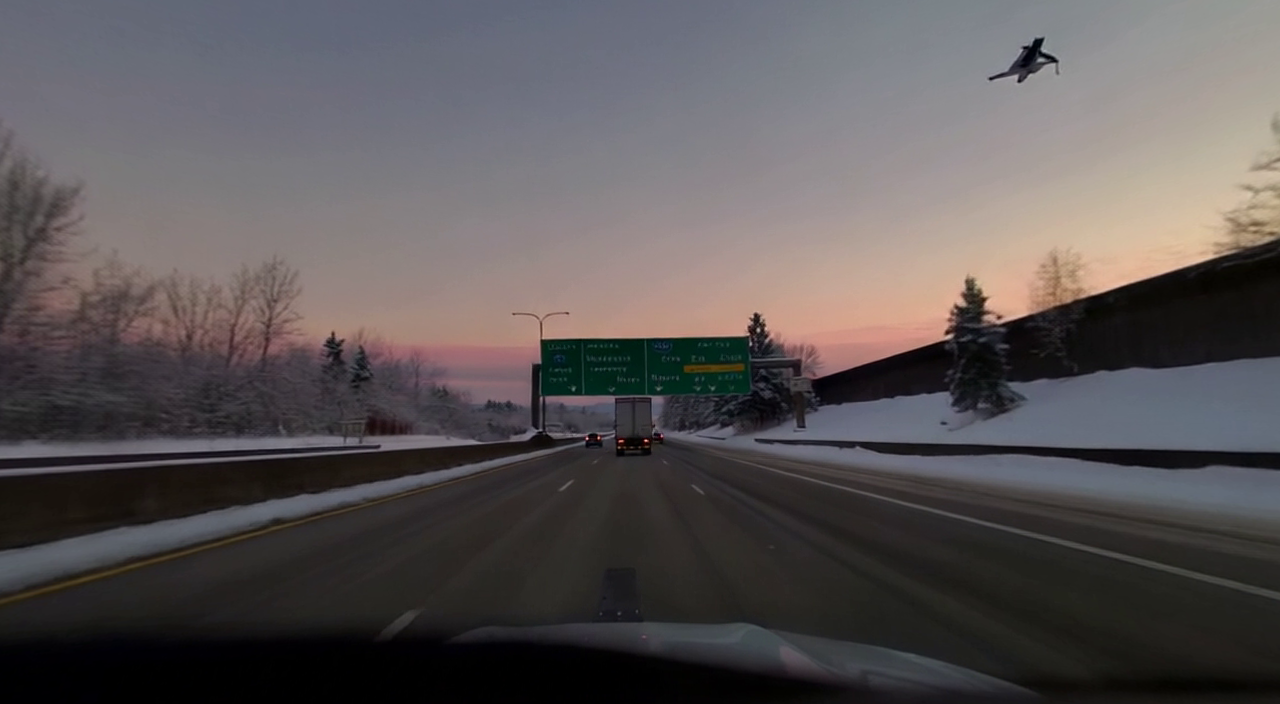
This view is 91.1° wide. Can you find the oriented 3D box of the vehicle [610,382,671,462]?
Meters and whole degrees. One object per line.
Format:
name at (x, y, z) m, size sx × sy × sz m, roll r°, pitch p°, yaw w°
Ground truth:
vehicle at (-0.020, 4.560, 39.440) m, size 2.965 × 3.972 × 16.689 m, roll 0°, pitch -8°, yaw 0°
